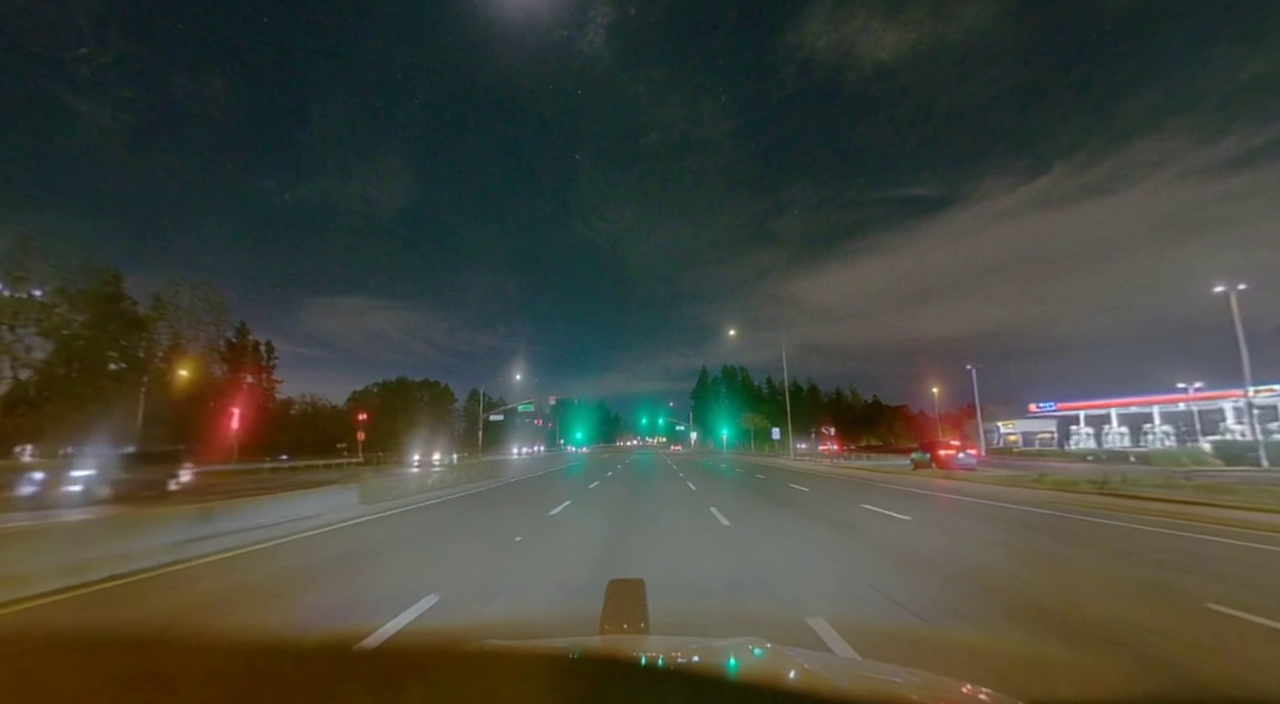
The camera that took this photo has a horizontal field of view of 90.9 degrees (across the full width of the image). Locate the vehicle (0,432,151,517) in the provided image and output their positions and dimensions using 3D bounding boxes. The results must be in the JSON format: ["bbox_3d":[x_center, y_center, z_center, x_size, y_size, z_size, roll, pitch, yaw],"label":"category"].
[{"bbox_3d":[-13.743,2.650,14.003,2.078,1.684,4.505,0,-8,1],"label":"vehicle"}]

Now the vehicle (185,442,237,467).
[{"bbox_3d":[-26.503,6.336,38.996,1.523,1.449,2.219,-1,-9,5],"label":"vehicle"}]

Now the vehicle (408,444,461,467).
[{"bbox_3d":[-13.837,6.960,42.773,1.951,1.470,4.673,0,-8,1],"label":"vehicle"}]
